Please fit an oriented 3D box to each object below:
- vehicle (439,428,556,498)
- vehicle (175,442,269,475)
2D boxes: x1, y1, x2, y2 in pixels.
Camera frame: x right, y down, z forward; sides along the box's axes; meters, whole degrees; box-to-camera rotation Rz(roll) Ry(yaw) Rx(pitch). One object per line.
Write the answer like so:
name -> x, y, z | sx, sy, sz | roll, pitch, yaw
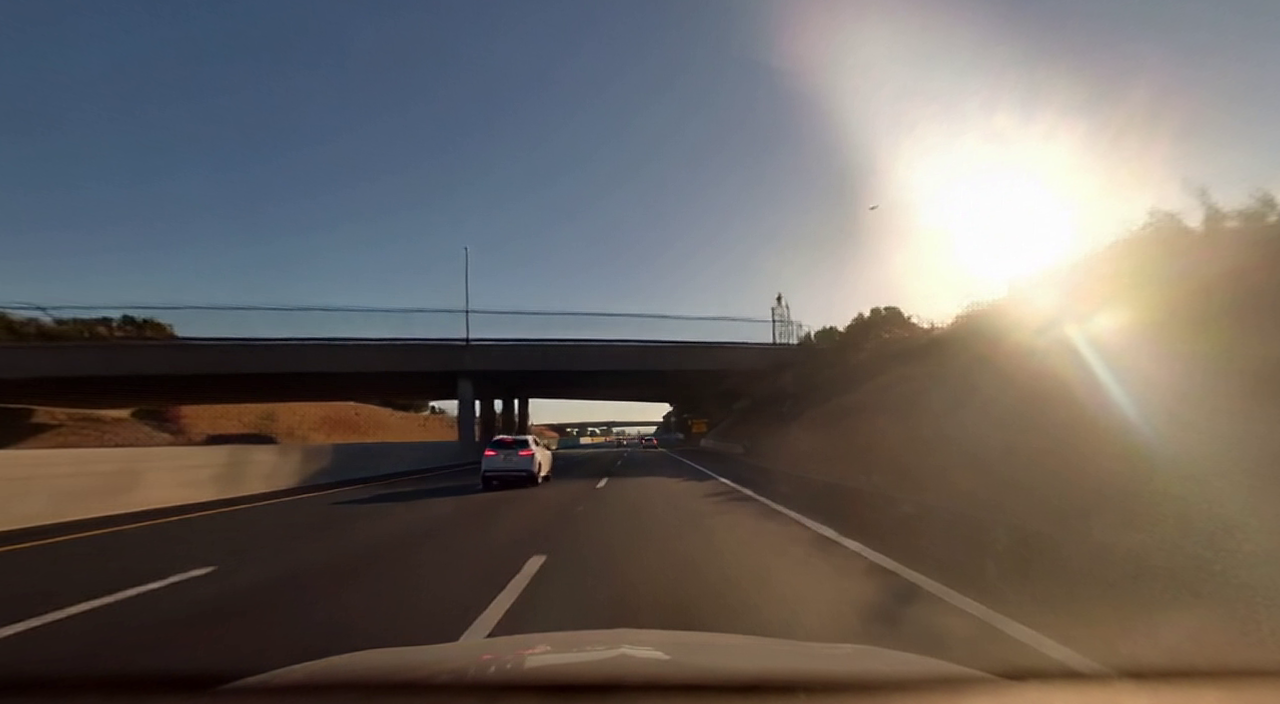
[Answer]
vehicle -> -3.557, 2.845, 16.607 | 2.039, 1.589, 4.324 | 0, -8, 0
vehicle -> -21.962, 5.589, 33.247 | 1.984, 1.589, 4.220 | 0, -8, 1
